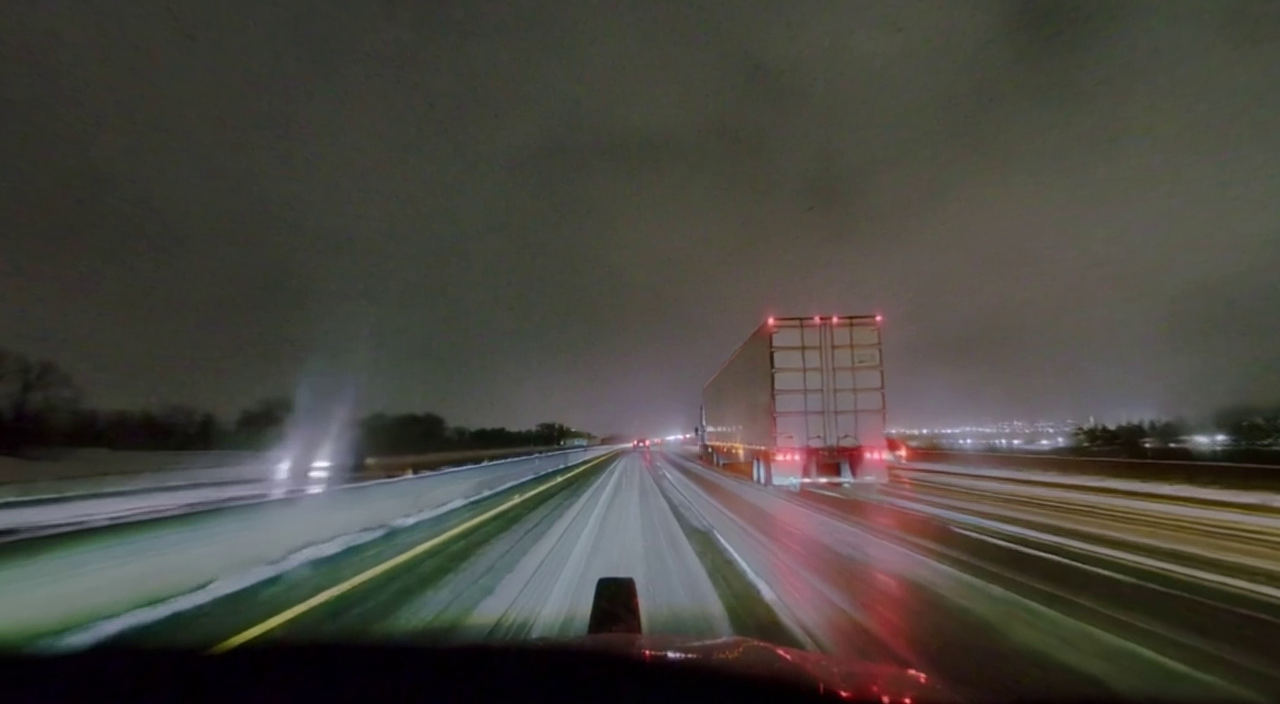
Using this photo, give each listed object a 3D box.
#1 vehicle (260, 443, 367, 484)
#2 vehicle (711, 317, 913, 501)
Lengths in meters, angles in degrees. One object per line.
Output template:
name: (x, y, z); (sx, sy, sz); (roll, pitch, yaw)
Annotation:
vehicle: (-13.158, 4.468, 25.794); (1.888, 1.474, 4.711); (0, -8, 0)
vehicle: (4.536, 2.148, 20.693); (2.966, 4.072, 13.408); (0, -8, 1)
